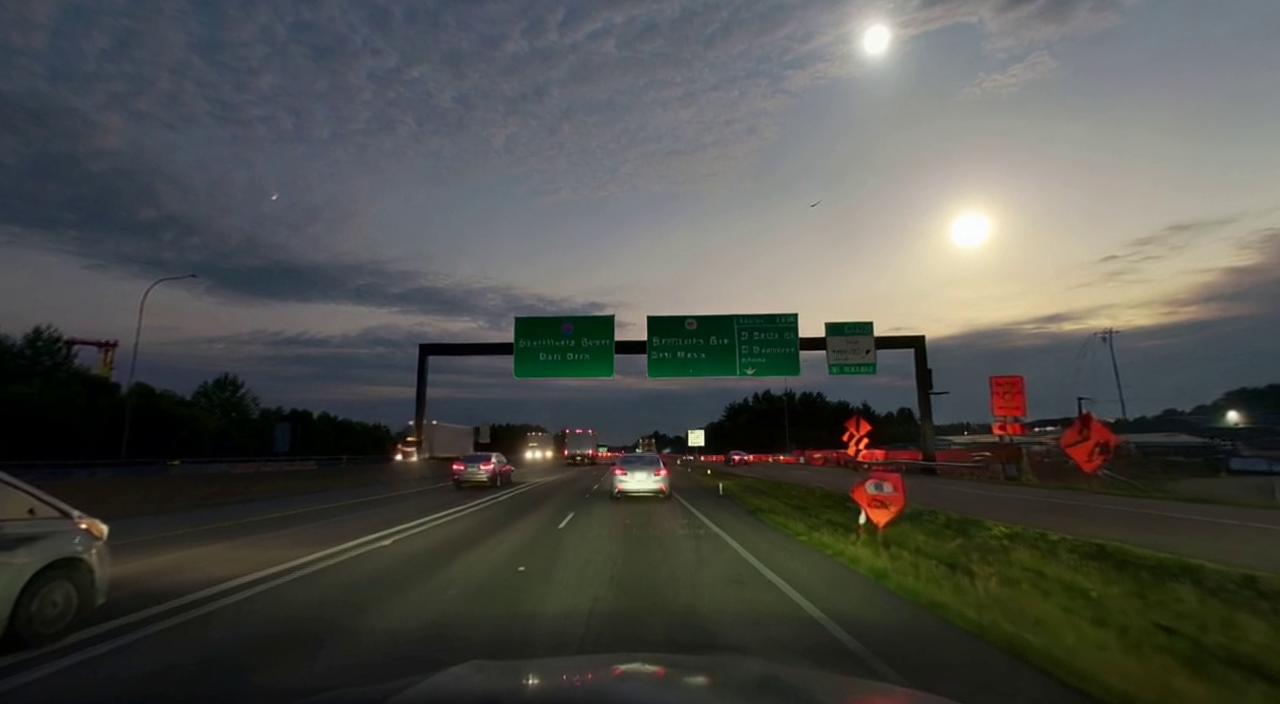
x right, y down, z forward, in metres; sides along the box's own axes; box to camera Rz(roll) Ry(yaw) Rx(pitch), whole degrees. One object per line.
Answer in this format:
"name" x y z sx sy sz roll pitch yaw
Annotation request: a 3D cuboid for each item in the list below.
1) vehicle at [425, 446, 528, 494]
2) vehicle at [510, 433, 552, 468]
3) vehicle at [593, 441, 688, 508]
"vehicle" -5.242 3.819 20.725 2.063 1.417 4.000 -1 -9 4
"vehicle" -7.593 6.931 44.146 2.204 2.295 4.830 0 -9 -2
"vehicle" -0.013 2.974 15.621 2.080 1.451 3.512 0 -9 -1
